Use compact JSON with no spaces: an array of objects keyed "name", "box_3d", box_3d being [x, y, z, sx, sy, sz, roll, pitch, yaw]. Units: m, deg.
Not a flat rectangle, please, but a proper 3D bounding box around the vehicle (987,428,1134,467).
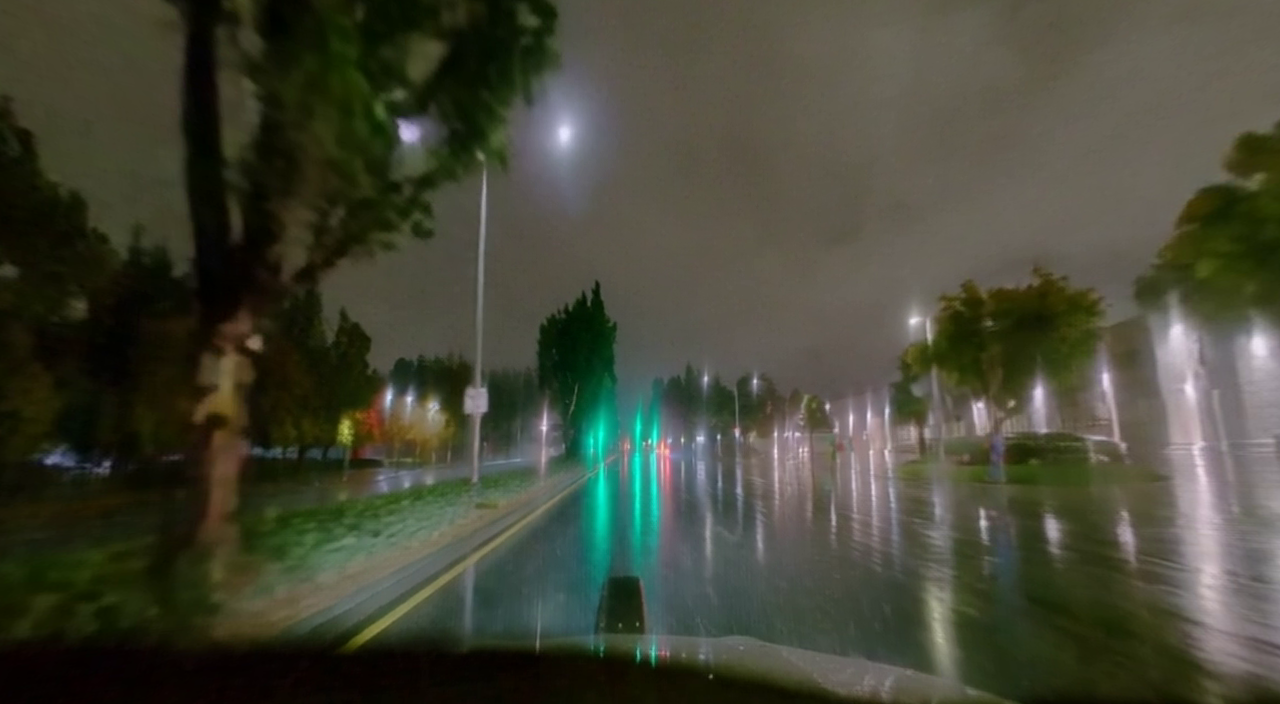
[{"name":"vehicle","box_3d":[16.939,3.876,25.615,4.505,1.498,2.068,0,-8,-3]}]
